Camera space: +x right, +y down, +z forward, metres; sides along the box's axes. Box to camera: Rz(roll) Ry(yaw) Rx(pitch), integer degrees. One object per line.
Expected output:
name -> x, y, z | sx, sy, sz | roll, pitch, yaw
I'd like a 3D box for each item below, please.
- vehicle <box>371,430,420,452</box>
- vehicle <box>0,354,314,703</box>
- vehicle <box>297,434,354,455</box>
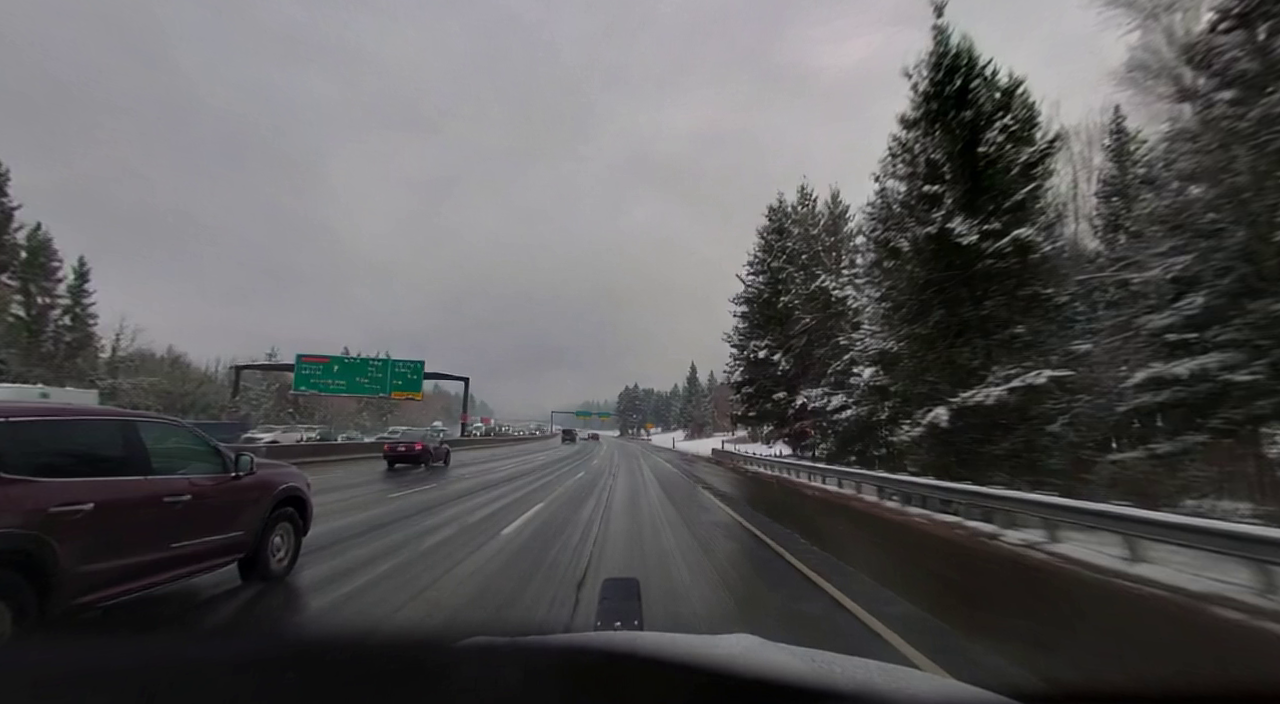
vehicle -> -18.570, 6.785, 48.118 | 2.027, 1.647, 4.378 | 0, -8, -1
vehicle -> -3.946, 0.903, 3.294 | 2.187, 1.639, 4.318 | 0, -8, -1
vehicle -> -22.759, 6.692, 45.809 | 1.892, 1.452, 4.433 | 0, -8, -1
